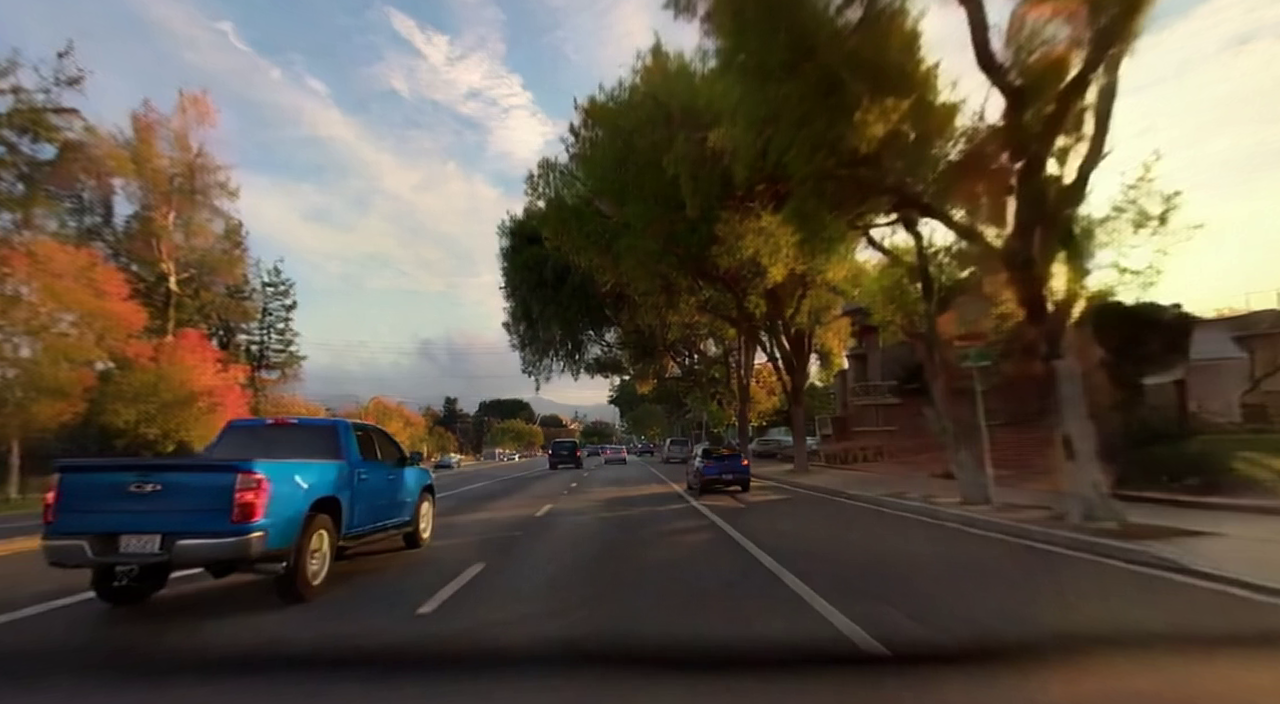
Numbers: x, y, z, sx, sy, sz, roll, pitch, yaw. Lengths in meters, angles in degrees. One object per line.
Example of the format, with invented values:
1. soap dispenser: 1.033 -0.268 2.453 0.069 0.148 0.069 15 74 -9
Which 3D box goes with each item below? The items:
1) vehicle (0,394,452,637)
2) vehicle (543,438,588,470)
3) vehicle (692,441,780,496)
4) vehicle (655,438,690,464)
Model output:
1. vehicle: -4.006 1.560 7.266 2.111 1.745 5.274 0 -8 -1
2. vehicle: -4.400 6.098 37.978 2.218 1.829 4.492 0 -8 -1
3. vehicle: 2.764 3.439 19.132 1.884 1.463 4.195 0 -8 -2
4. vehicle: 2.374 7.320 46.922 2.099 1.845 4.363 0 -8 -3
